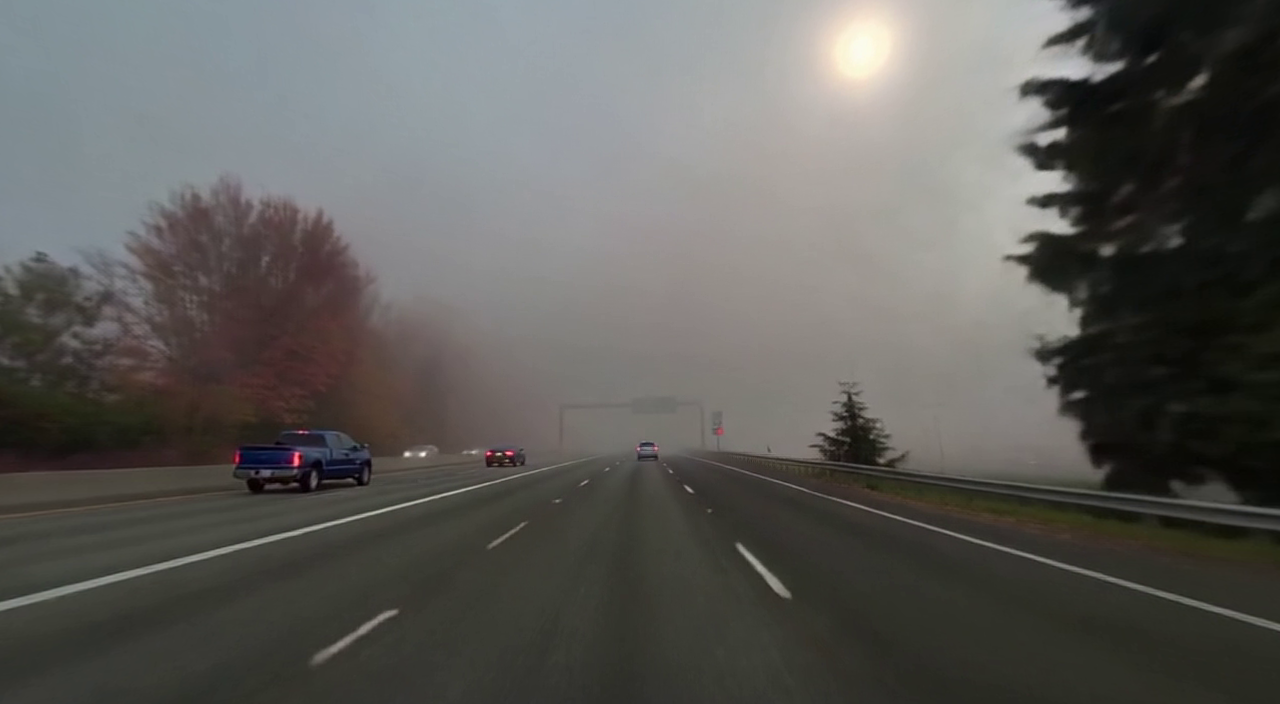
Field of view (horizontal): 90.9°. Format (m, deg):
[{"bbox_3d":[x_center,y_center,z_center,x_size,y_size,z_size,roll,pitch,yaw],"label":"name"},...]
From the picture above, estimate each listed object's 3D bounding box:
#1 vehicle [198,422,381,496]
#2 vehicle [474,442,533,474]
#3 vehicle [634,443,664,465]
[{"bbox_3d":[-10.740,3.332,20.087,2.347,1.984,5.778,-1,-8,2],"label":"vehicle"},{"bbox_3d":[-6.719,5.239,31.444,1.919,1.499,4.234,0,-8,1],"label":"vehicle"},{"bbox_3d":[0.663,7.221,44.942,1.984,1.471,4.202,-1,-8,1],"label":"vehicle"}]
